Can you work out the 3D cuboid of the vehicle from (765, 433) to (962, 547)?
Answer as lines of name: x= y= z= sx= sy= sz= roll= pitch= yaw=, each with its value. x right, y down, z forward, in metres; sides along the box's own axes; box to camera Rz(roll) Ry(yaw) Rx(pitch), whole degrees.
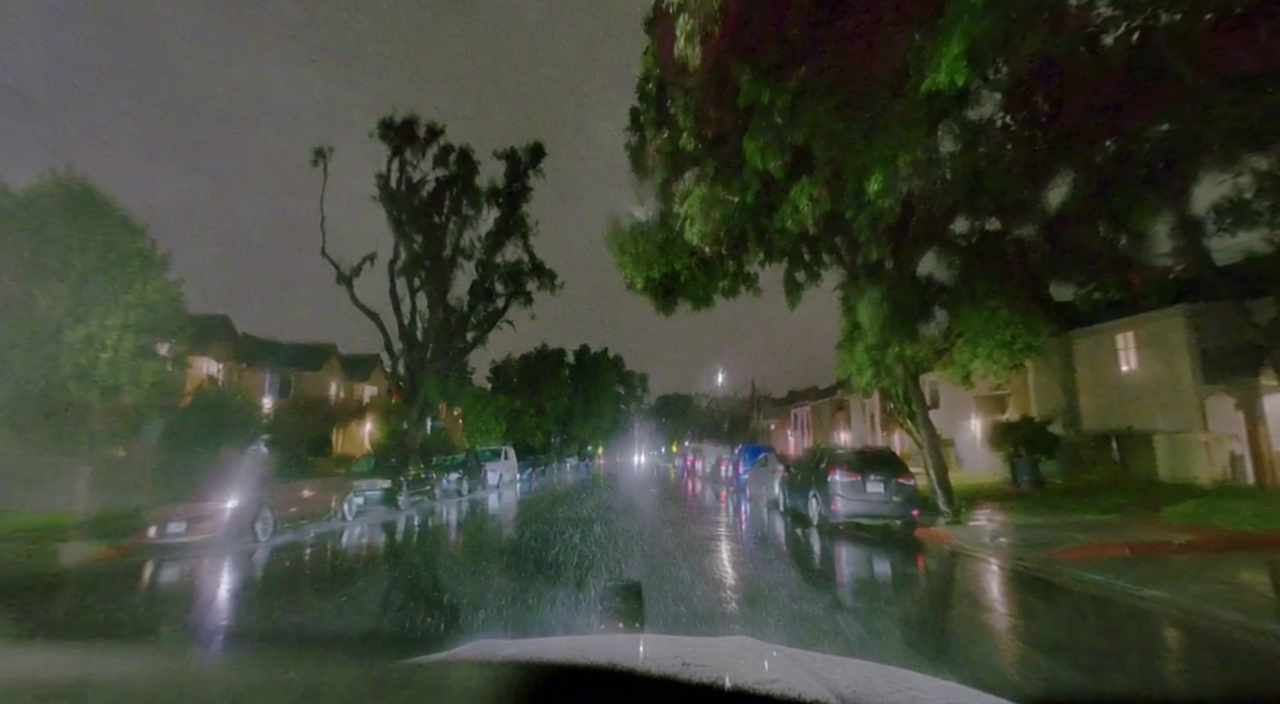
vehicle: x=3.951 y=2.510 z=12.315 sx=1.903 sy=1.714 sz=5.092 roll=0 pitch=-9 yaw=-1

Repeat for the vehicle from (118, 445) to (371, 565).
vehicle: x=-7.179 y=2.729 z=12.210 sx=1.898 sy=1.715 sz=4.537 roll=-3 pitch=-8 yaw=2
